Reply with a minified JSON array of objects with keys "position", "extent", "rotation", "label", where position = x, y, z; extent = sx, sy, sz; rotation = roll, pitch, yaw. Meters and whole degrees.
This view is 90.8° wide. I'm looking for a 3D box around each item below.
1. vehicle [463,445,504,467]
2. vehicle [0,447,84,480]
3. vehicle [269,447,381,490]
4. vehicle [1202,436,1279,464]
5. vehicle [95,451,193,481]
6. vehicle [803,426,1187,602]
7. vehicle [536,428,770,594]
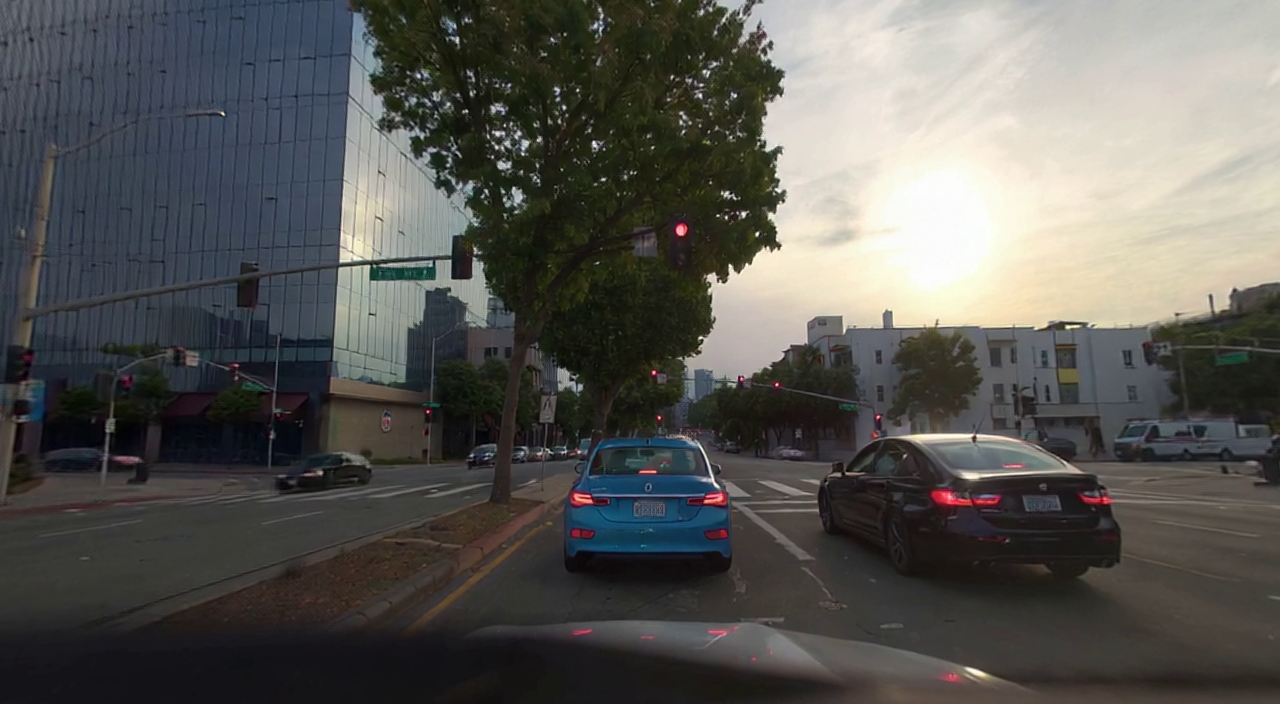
[{"position":[-12.078,8.029,48.912],"extent":[2.009,1.642,4.482],"rotation":[0,-9,0],"label":"vehicle"},{"position":[-35.513,6.481,36.807],"extent":[4.147,1.873,1.961],"rotation":[1,-9,-3],"label":"vehicle"},{"position":[-11.841,4.395,24.142],"extent":[1.922,1.466,4.422],"rotation":[0,-9,1],"label":"vehicle"},{"position":[35.211,5.631,36.138],"extent":[4.190,1.535,1.998],"rotation":[0,-9,-1],"label":"vehicle"},{"position":[-26.667,6.106,34.043],"extent":[3.657,1.528,1.783],"rotation":[1,-9,-3],"label":"vehicle"},{"position":[3.635,1.735,7.741],"extent":[2.018,1.491,4.544],"rotation":[0,-9,-1],"label":"vehicle"},{"position":[0.090,1.734,7.737],"extent":[2.087,1.468,4.014],"rotation":[0,-9,-1],"label":"vehicle"}]
